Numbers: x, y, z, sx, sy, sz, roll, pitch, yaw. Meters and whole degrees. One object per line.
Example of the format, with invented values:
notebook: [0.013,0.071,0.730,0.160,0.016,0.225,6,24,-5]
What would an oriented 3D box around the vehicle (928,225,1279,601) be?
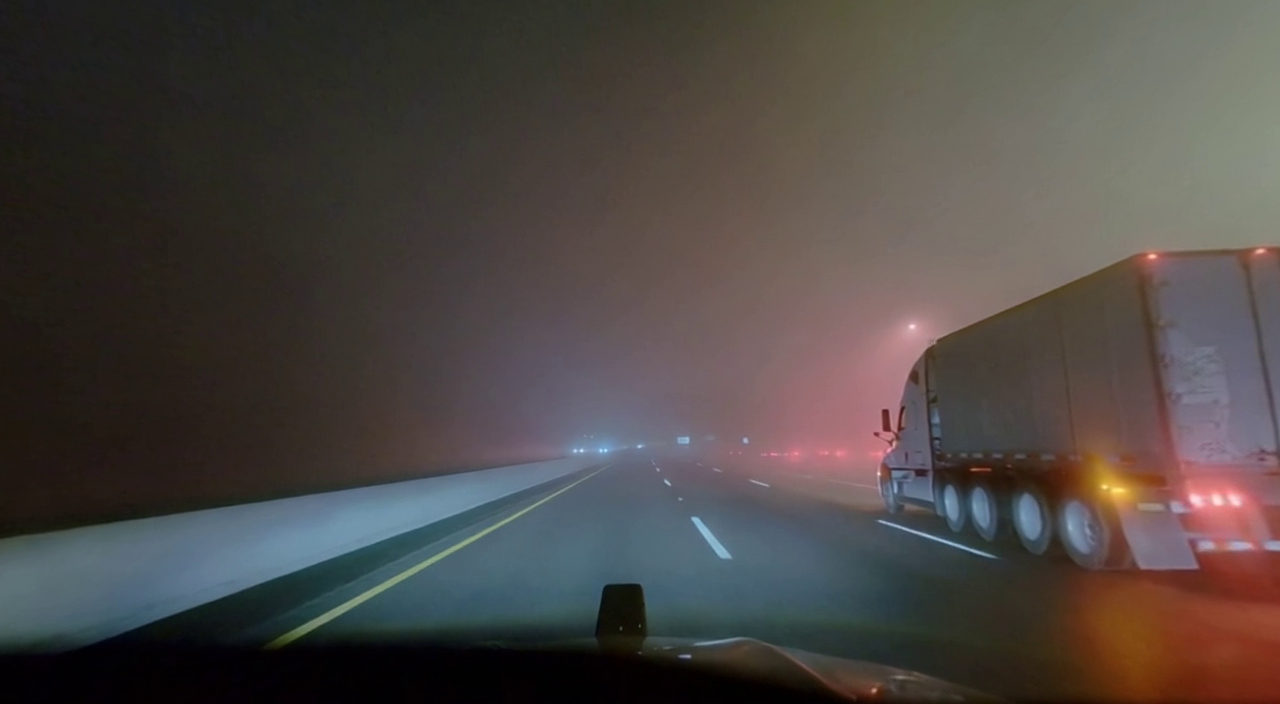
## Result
vehicle: [6.842,0.941,8.084,2.690,3.197,7.515,0,-9,0]
